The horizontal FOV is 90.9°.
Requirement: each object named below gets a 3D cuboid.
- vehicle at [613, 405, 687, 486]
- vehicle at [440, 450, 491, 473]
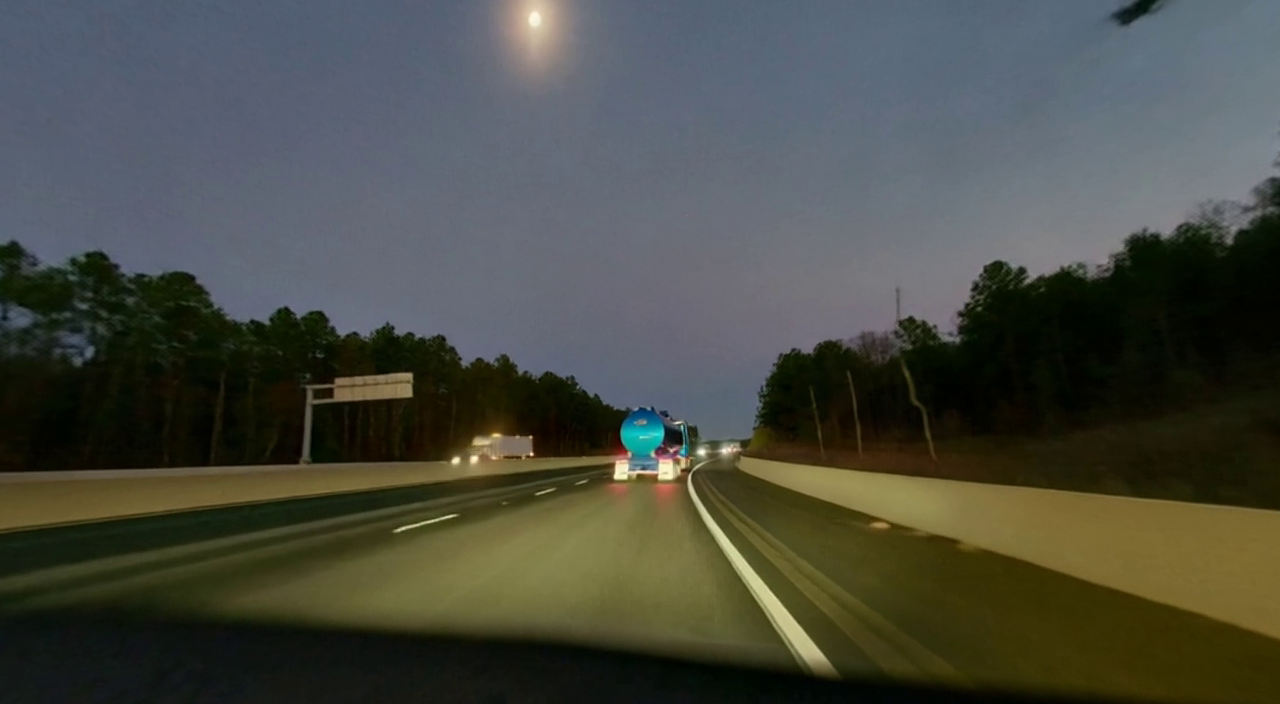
[{"bbox_3d":[0.917,5.293,35.941,2.907,3.747,13.318,-1,-8,6],"label":"vehicle"},{"bbox_3d":[-12.522,7.886,45.540,1.877,1.487,4.396,-2,-8,8],"label":"vehicle"}]
